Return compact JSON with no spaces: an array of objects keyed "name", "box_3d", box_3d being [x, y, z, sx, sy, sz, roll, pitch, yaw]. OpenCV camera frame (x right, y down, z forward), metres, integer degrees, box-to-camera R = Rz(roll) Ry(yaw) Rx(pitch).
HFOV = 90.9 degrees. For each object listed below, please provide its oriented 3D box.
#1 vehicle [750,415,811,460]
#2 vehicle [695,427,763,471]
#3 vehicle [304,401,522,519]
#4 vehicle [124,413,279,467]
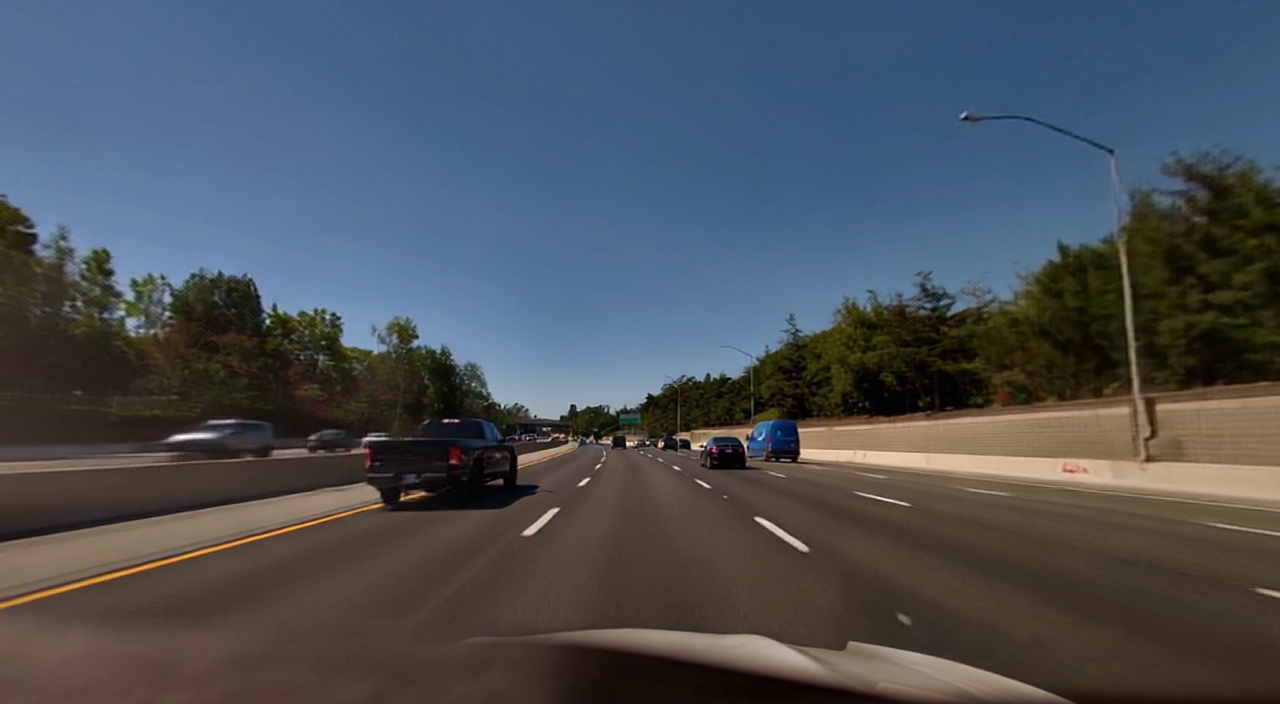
[{"name":"vehicle","box_3d":[9.465,5.909,43.222,2.274,2.802,6.802,0,-8,-3]},{"name":"vehicle","box_3d":[3.751,4.194,27.401,2.141,1.732,4.279,0,-8,-3]},{"name":"vehicle","box_3d":[-4.219,2.167,13.136,2.331,1.884,5.787,-1,-8,1]},{"name":"vehicle","box_3d":[-17.693,3.635,25.949,2.279,1.925,5.802,0,-8,-1]}]
